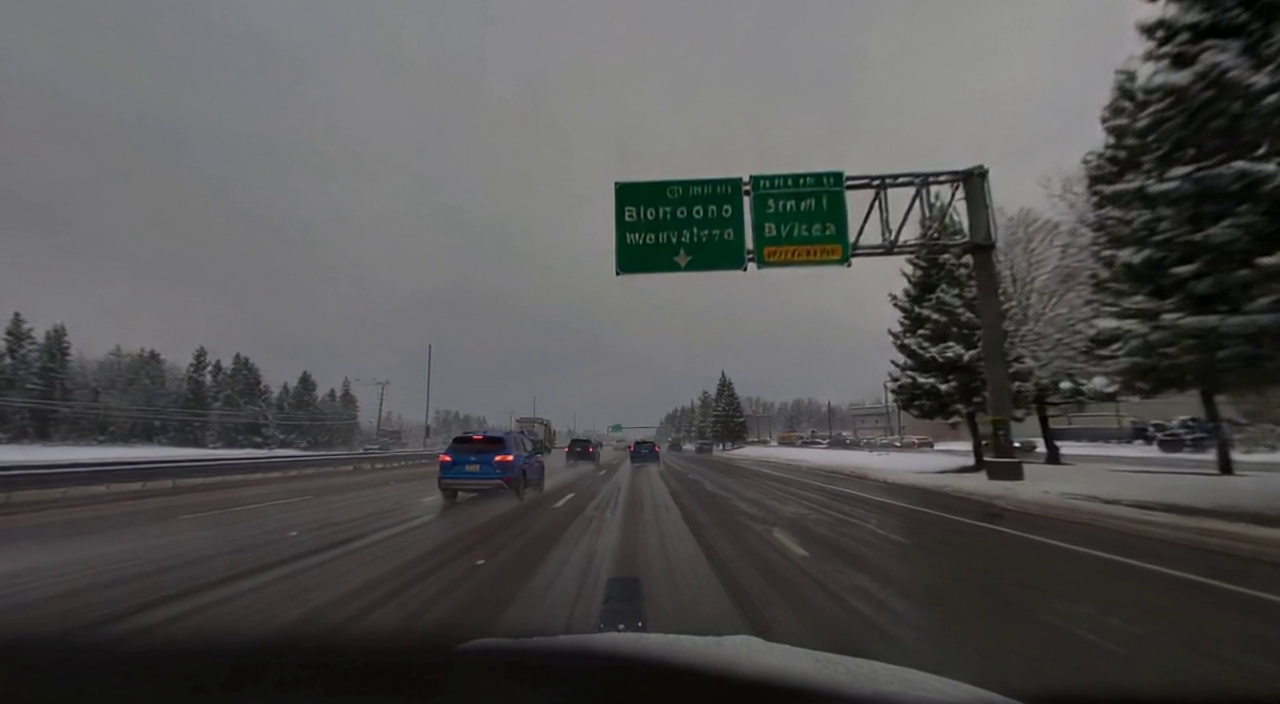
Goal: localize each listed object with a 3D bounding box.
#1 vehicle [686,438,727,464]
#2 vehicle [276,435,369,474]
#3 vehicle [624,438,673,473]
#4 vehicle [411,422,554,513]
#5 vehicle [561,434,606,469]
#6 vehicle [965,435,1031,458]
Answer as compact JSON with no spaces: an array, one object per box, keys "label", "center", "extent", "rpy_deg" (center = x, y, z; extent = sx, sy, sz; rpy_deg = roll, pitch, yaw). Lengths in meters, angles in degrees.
[{"label":"vehicle","center":[4.099,6.188,39.453],"extent":[1.980,1.492,4.442],"rpy_deg":[0,-8,-1]},{"label":"vehicle","center":[-15.032,4.863,30.205],"extent":[2.011,1.708,4.556],"rpy_deg":[0,-8,1]},{"label":"vehicle","center":[0.357,4.680,28.725],"extent":[2.090,1.474,3.970],"rpy_deg":[0,-8,0]},{"label":"vehicle","center":[-3.236,2.487,14.031],"extent":[1.961,1.687,4.453],"rpy_deg":[0,-8,1]},{"label":"vehicle","center":[-2.963,5.372,34.249],"extent":[2.007,1.730,4.412],"rpy_deg":[0,-8,0]},{"label":"vehicle","center":[23.247,6.149,41.141],"extent":[1.809,1.431,4.430],"rpy_deg":[0,-8,1]}]
